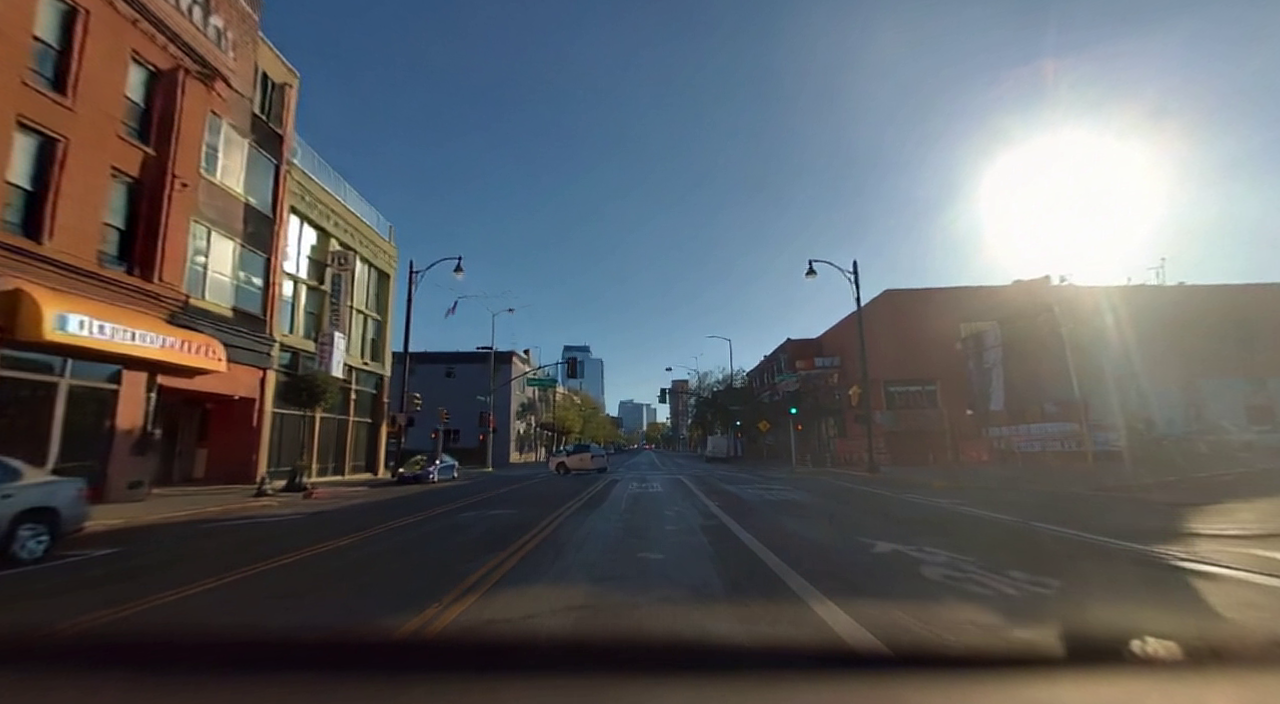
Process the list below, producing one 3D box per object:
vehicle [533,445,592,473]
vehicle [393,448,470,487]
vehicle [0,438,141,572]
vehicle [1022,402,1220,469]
[{"bbox_3d":[-4.368,6.103,36.171,1.984,1.489,4.515,-2,-9,12],"label":"vehicle"},{"bbox_3d":[-9.049,5.024,27.749,1.908,1.529,4.522,0,-8,-1],"label":"vehicle"},{"bbox_3d":[-8.842,1.838,7.455,1.961,1.627,4.634,0,-8,2],"label":"vehicle"},{"bbox_3d":[15.216,2.755,20.505,2.180,1.848,5.417,-1,-8,1],"label":"vehicle"}]
